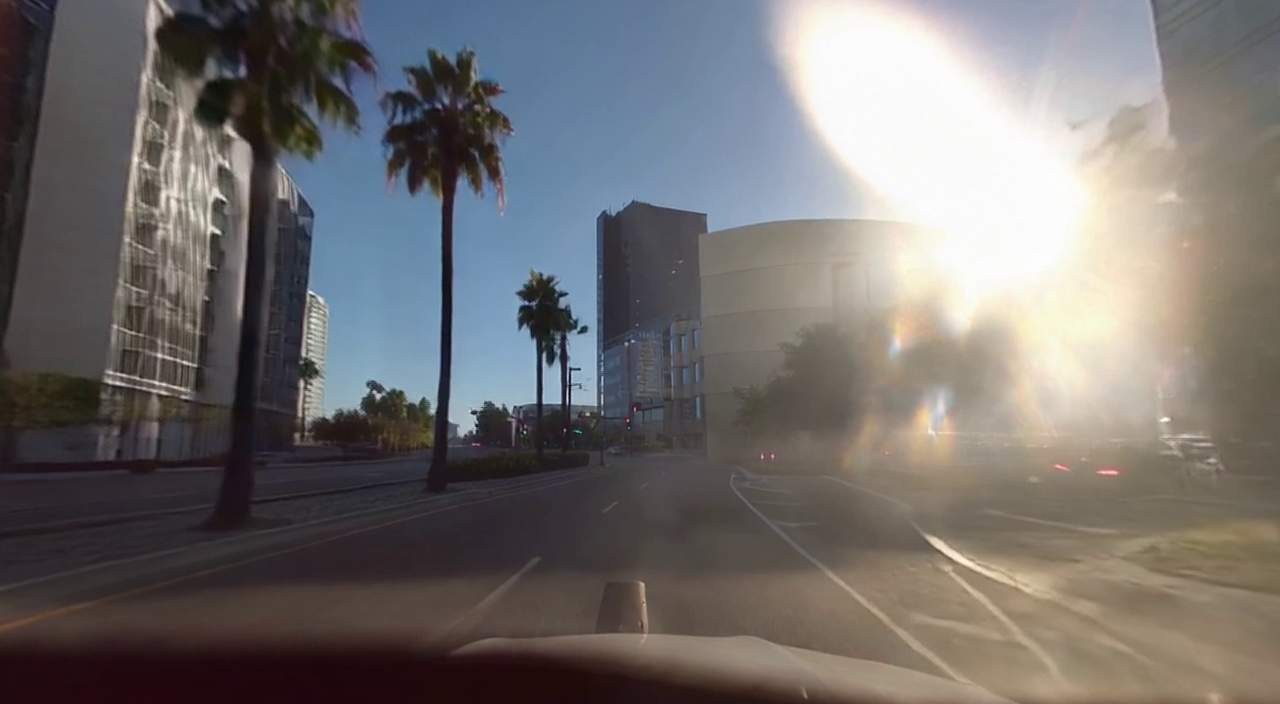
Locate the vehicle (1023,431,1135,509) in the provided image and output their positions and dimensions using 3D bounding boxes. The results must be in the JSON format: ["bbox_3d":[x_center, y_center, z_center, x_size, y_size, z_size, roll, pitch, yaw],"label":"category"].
[{"bbox_3d":[14.031,3.759,20.258,2.219,2.342,1.744,-1,-9,6],"label":"vehicle"}]

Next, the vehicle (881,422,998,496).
[{"bbox_3d":[9.598,3.403,20.403,1.813,2.150,3.038,4,-7,-16],"label":"vehicle"}]

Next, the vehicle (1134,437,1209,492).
[{"bbox_3d":[30.769,6.612,36.619,2.645,2.817,3.475,-10,-17,33],"label":"vehicle"}]
